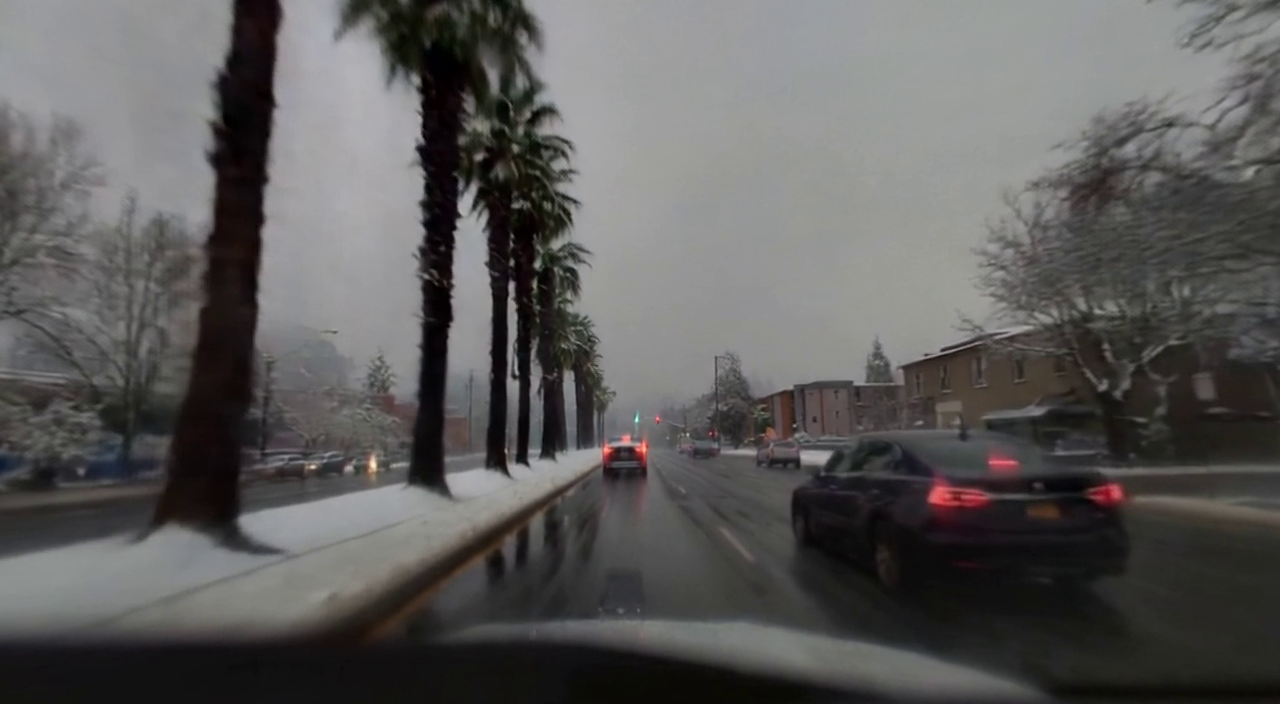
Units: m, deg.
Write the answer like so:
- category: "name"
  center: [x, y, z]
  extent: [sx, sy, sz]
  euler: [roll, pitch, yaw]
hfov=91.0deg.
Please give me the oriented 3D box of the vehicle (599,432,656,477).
- category: "vehicle"
  center: [-0.549, 4.412, 27.325]
  extent: [2.277, 1.816, 4.192]
  euler: [0, -8, -1]

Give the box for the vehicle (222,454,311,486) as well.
- category: "vehicle"
  center: [-19.547, 6.169, 33.161]
  extent: [1.920, 1.505, 4.351]
  euler: [0, -8, 1]

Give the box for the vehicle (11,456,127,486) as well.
- category: "vehicle"
  center: [-30.222, 6.308, 33.402]
  extent: [4.400, 1.474, 1.732]
  euler: [0, -9, -1]

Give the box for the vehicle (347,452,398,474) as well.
- category: "vehicle"
  center: [-19.640, 8.167, 46.424]
  extent: [1.847, 1.466, 4.530]
  euler: [0, -8, 0]

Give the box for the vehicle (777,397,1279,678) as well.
- category: "vehicle"
  center: [2.979, 1.400, 6.008]
  extent: [2.195, 1.590, 4.668]
  euler: [0, -8, -1]

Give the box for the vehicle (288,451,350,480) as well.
- category: "vehicle"
  center: [-19.783, 6.972, 38.958]
  extent: [1.753, 1.600, 4.040]
  euler: [0, -8, -2]
